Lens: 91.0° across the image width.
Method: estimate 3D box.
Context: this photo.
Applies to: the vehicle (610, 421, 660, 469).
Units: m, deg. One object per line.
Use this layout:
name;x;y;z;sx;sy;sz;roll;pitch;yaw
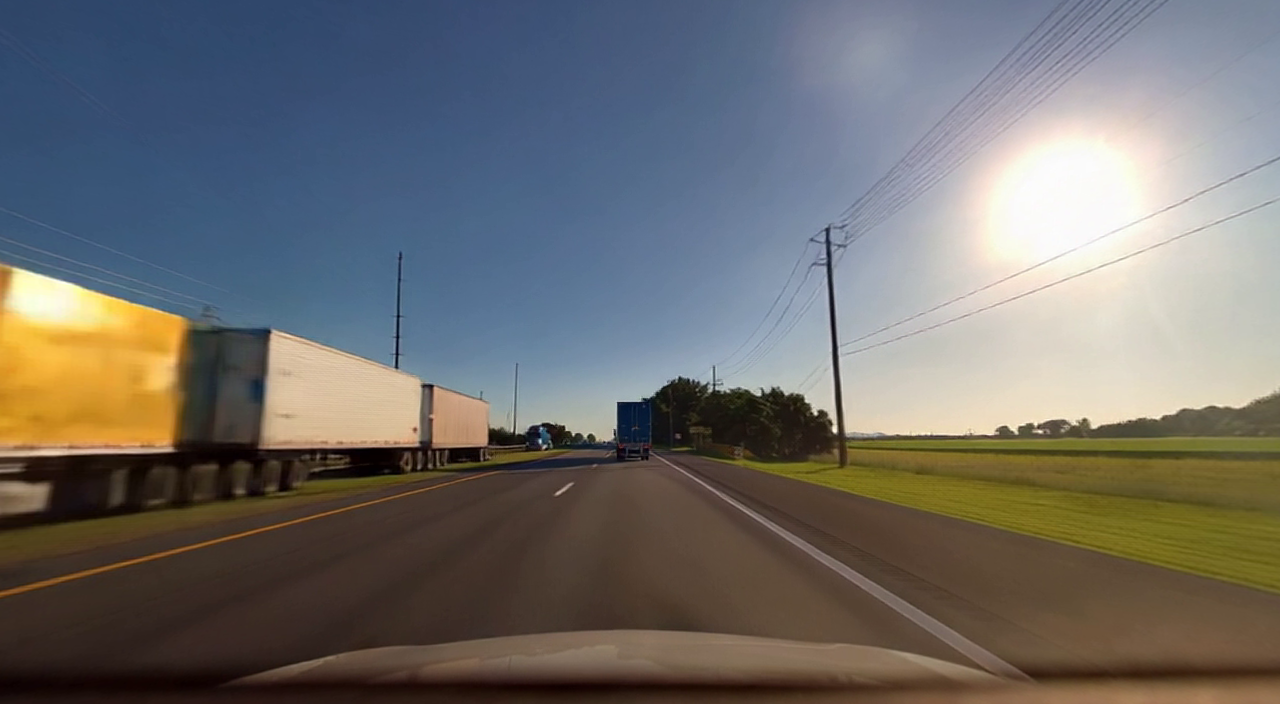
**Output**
vehicle;-0.318;4.487;30.595;2.240;2.129;4.480;0;-8;-2
